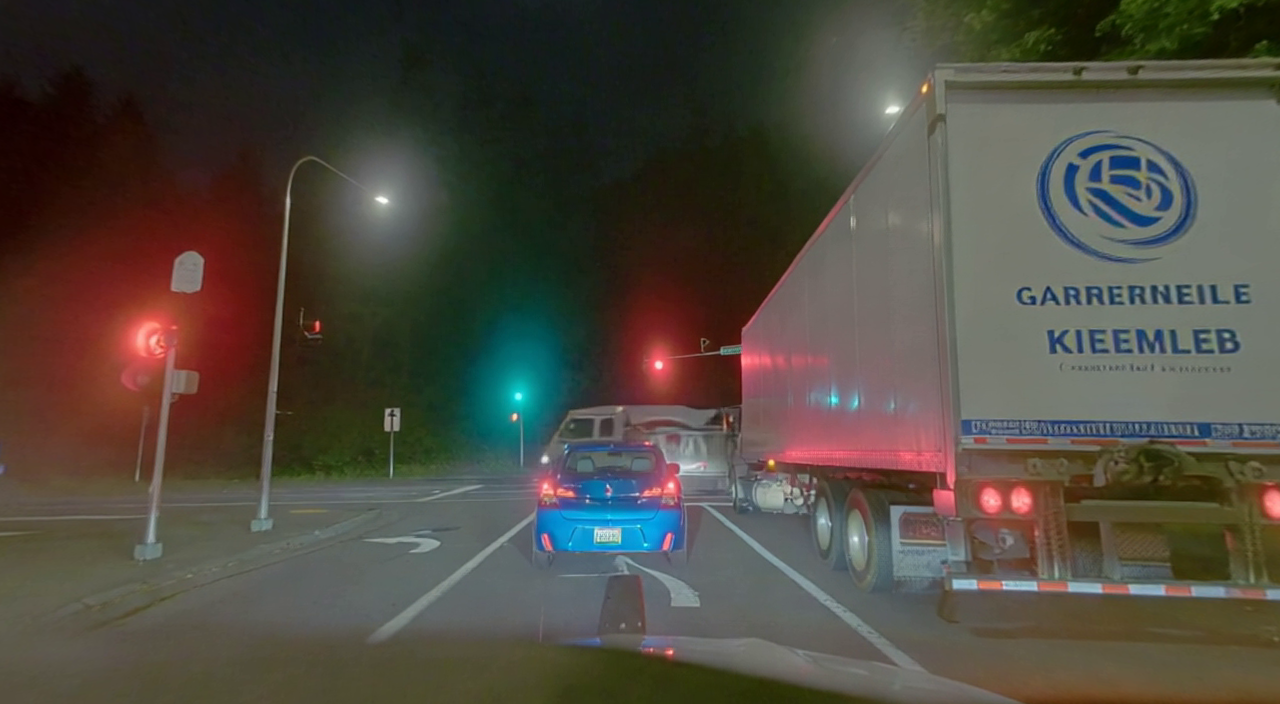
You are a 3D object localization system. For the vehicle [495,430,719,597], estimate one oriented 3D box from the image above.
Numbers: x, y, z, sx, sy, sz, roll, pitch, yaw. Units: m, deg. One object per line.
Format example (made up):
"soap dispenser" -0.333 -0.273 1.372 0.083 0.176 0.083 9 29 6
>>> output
"vehicle" -0.327 1.712 7.427 1.975 1.457 3.526 0 -9 -1

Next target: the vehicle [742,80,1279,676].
"vehicle" 3.569 0.781 8.784 2.884 3.753 9.763 0 -9 2
